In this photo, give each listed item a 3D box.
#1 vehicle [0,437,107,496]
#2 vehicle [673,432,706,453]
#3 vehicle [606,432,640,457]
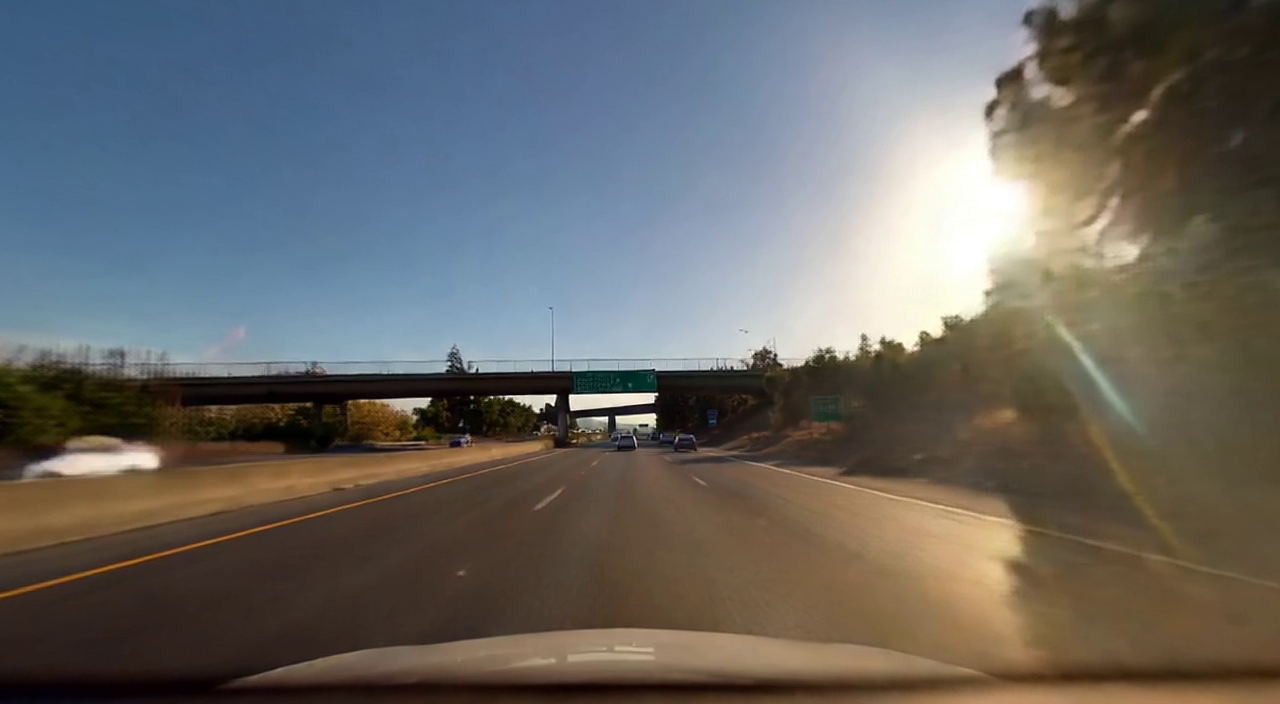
[{"bbox_3d":[-17.095,3.037,16.914,1.824,1.467,4.383,0,-8,-2],"label":"vehicle"},{"bbox_3d":[3.729,6.883,48.027,2.056,1.508,4.093,0,-8,-2],"label":"vehicle"},{"bbox_3d":[-1.036,5.609,38.481,1.987,1.440,3.565,0,-8,-1],"label":"vehicle"}]
